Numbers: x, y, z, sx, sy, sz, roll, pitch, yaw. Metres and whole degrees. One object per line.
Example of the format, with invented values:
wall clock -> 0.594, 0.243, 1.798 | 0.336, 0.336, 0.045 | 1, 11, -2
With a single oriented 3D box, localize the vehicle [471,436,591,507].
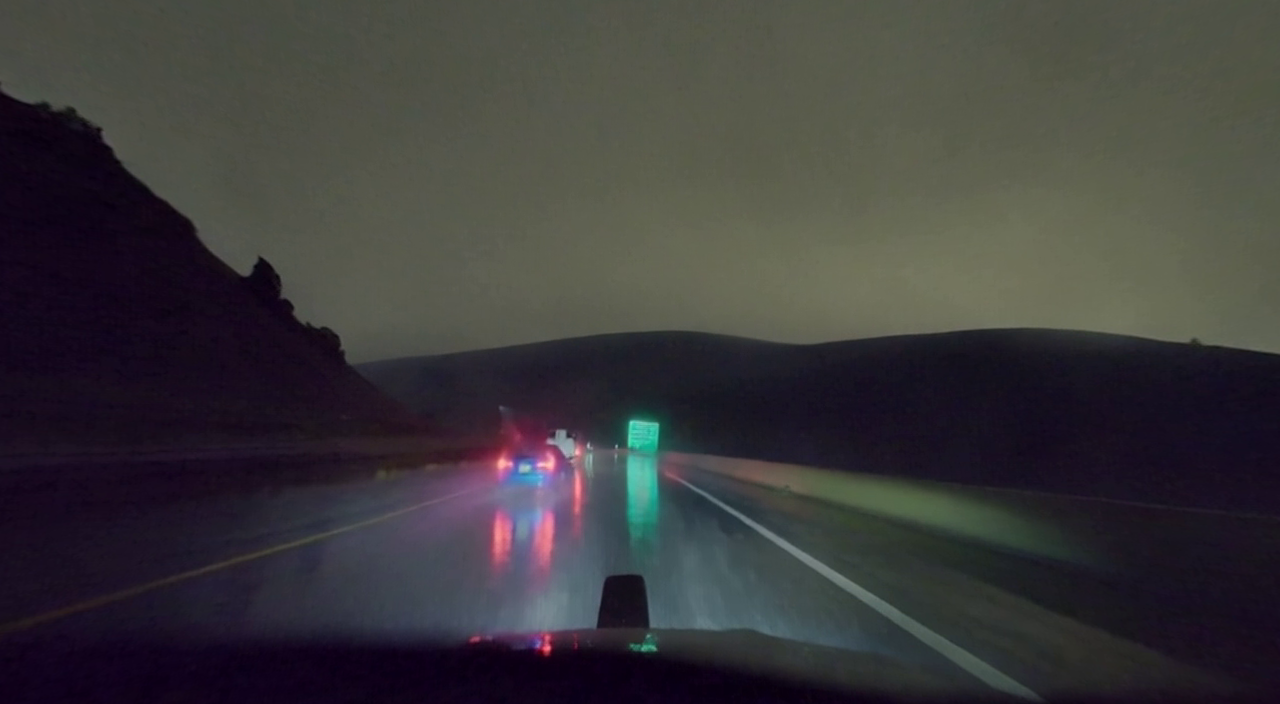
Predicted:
vehicle -> -2.540, 2.938, 15.992 | 2.097, 1.511, 4.585 | 0, -8, 2
